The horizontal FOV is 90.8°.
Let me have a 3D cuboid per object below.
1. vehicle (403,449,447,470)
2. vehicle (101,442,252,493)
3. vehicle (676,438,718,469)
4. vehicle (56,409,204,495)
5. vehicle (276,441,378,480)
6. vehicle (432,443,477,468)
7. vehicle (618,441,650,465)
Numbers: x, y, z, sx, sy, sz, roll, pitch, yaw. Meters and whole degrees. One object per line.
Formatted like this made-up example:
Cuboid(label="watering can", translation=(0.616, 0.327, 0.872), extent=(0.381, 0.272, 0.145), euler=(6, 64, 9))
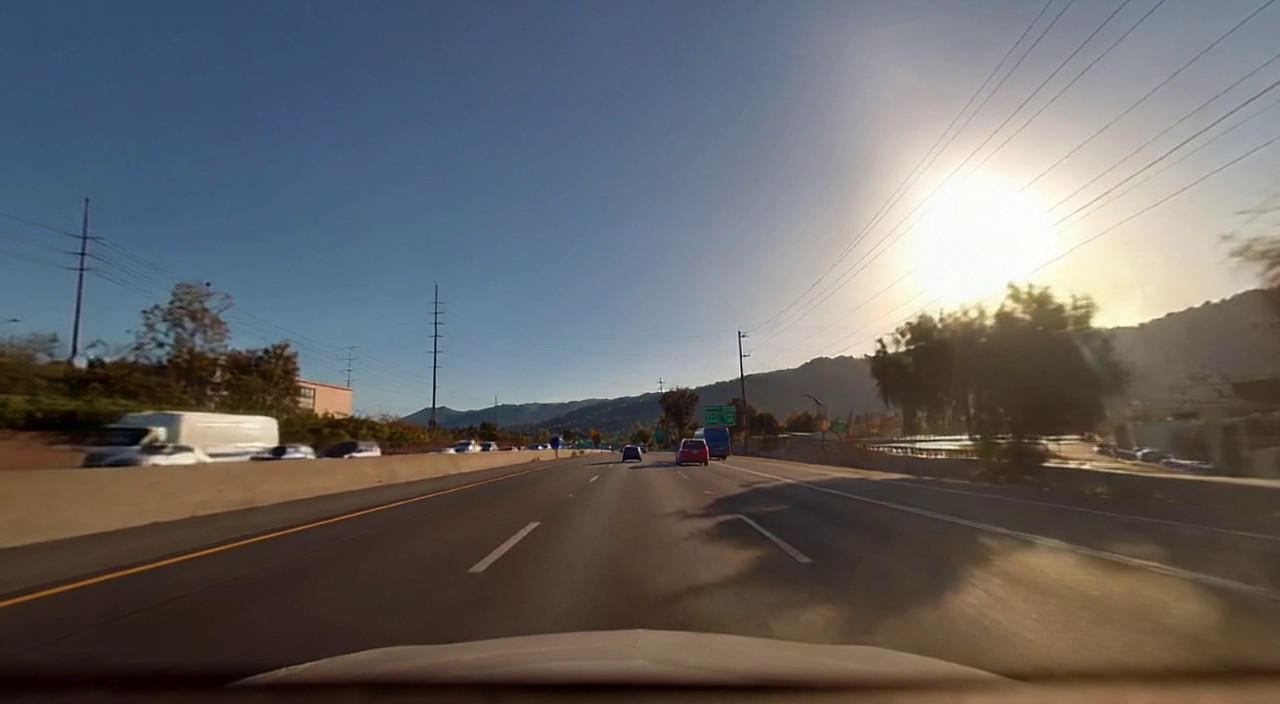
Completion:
Cuboid(label="vehicle", translation=(-16.932, 8.475, 49.941), extent=(1.957, 1.516, 3.844), euler=(0, -9, 2))
Cuboid(label="vehicle", translation=(-21.363, 5.326, 29.644), extent=(2.258, 2.068, 6.386), euler=(0, -9, 0))
Cuboid(label="vehicle", translation=(3.437, 6.218, 38.916), extent=(2.036, 1.796, 4.470), euler=(0, -9, -2))
Cuboid(label="vehicle", translation=(-25.670, 5.053, 32.215), extent=(2.968, 3.977, 5.142), euler=(0, -9, 0))
Cuboid(label="vehicle", translation=(-13.306, 4.632, 27.240), extent=(1.934, 1.522, 4.697), euler=(0, -9, 1))
Cuboid(label="vehicle", translation=(-13.893, 7.758, 47.537), extent=(1.962, 1.792, 4.576), euler=(0, -9, 0))
Cuboid(label="vehicle", translation=(-0.451, 7.632, 47.991), extent=(2.325, 1.712, 4.592), euler=(0, -9, 0))
